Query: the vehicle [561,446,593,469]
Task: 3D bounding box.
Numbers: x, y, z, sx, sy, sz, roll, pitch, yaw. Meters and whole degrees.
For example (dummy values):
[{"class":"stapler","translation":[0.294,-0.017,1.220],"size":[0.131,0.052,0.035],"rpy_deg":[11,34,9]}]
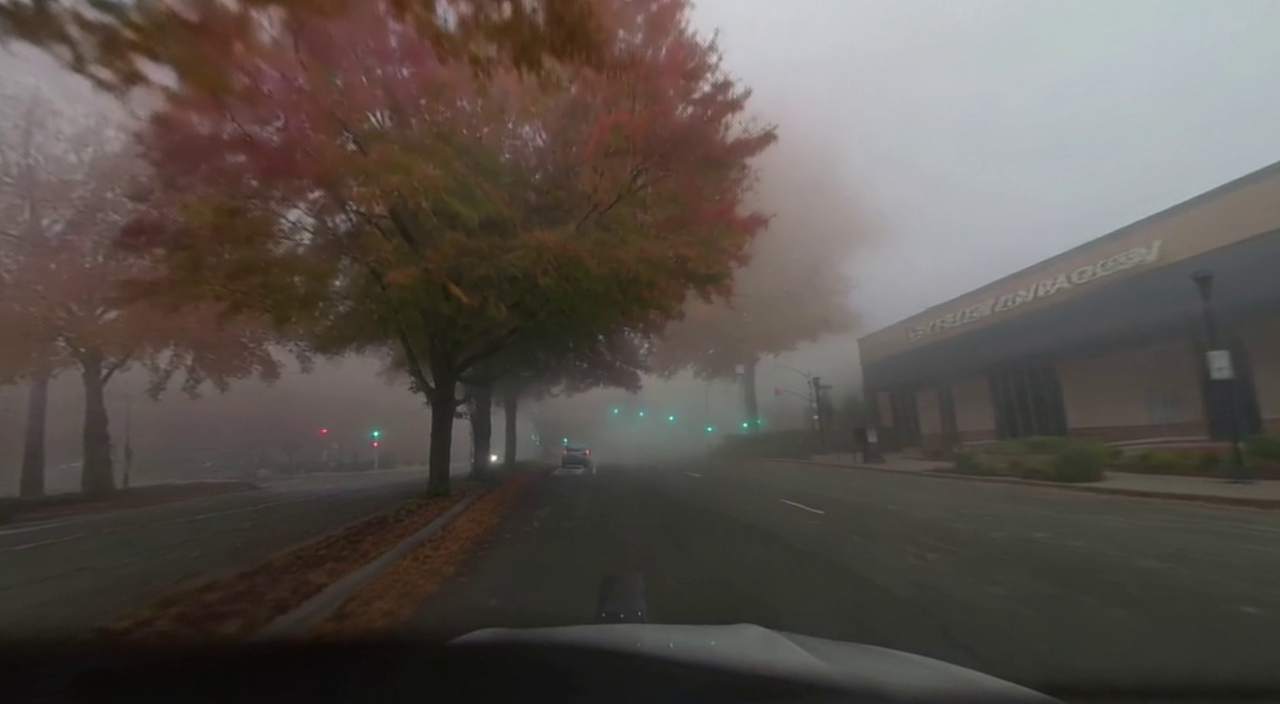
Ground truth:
[{"class":"vehicle","translation":[-4.237,7.160,42.976],"size":[2.018,1.512,4.304],"rpy_deg":[1,-9,-4]}]
